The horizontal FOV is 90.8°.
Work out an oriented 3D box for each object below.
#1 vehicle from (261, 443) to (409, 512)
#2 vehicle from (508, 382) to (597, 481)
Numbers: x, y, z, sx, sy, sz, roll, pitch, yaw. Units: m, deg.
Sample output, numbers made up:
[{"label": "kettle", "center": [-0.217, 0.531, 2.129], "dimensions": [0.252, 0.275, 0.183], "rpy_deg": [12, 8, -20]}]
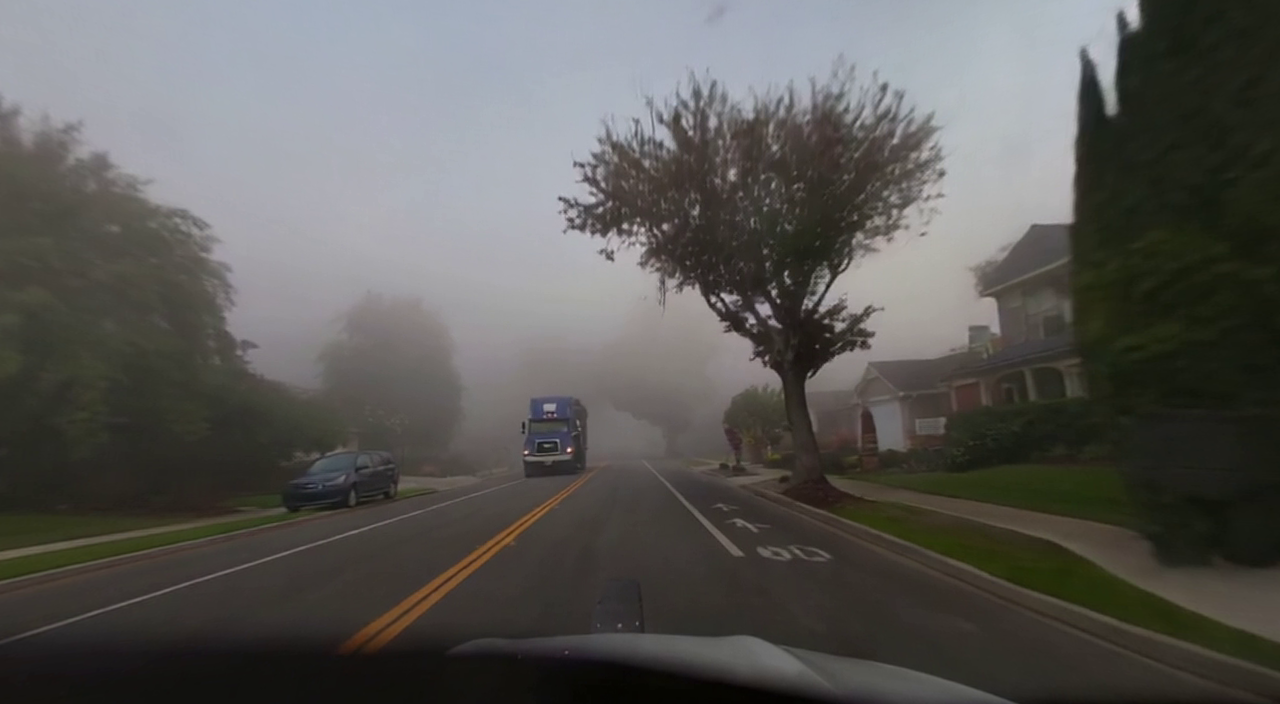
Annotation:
[{"label": "vehicle", "center": [-8.946, 3.667, 19.095], "dimensions": [2.119, 1.775, 4.643], "rpy_deg": [0, -8, 0]}, {"label": "vehicle", "center": [-4.032, 4.099, 31.911], "dimensions": [3.133, 4.112, 10.695], "rpy_deg": [0, -8, -1]}]
